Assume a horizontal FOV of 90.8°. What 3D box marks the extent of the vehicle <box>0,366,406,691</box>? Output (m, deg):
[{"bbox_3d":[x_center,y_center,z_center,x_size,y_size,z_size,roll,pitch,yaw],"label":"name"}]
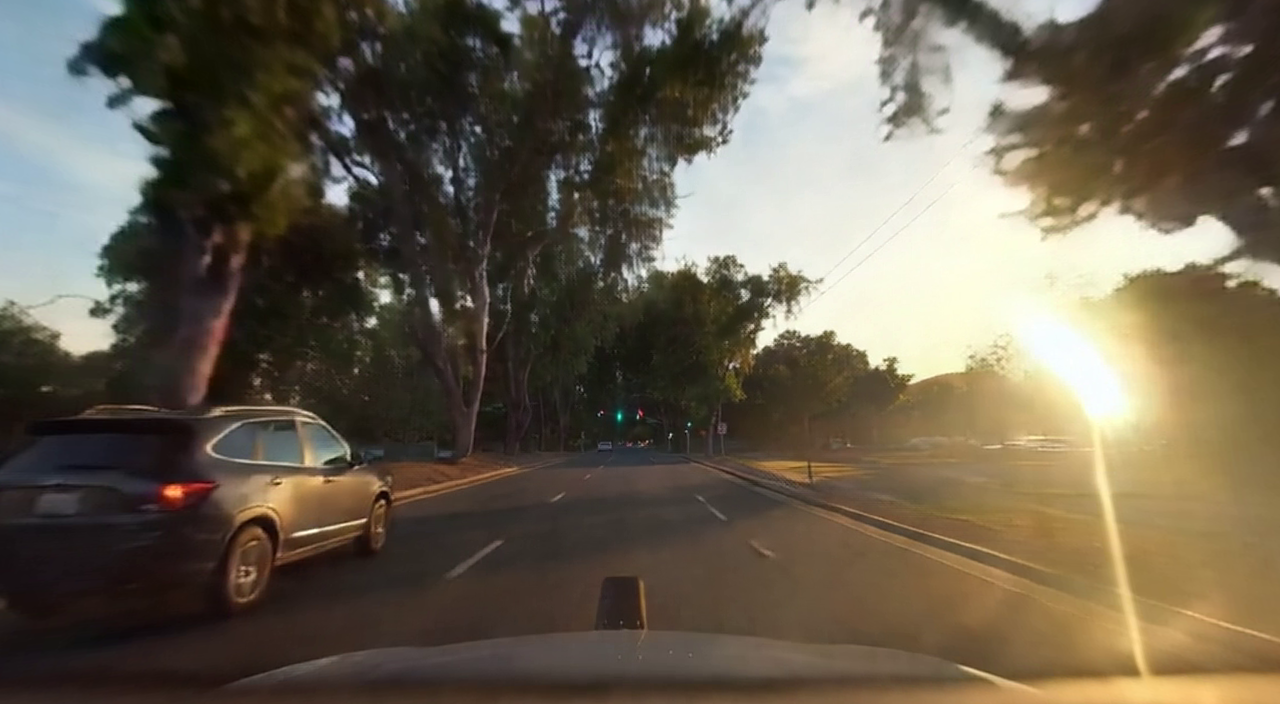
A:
[{"bbox_3d":[-3.770,1.242,5.469,2.018,1.769,3.897,0,-8,-1],"label":"vehicle"}]
